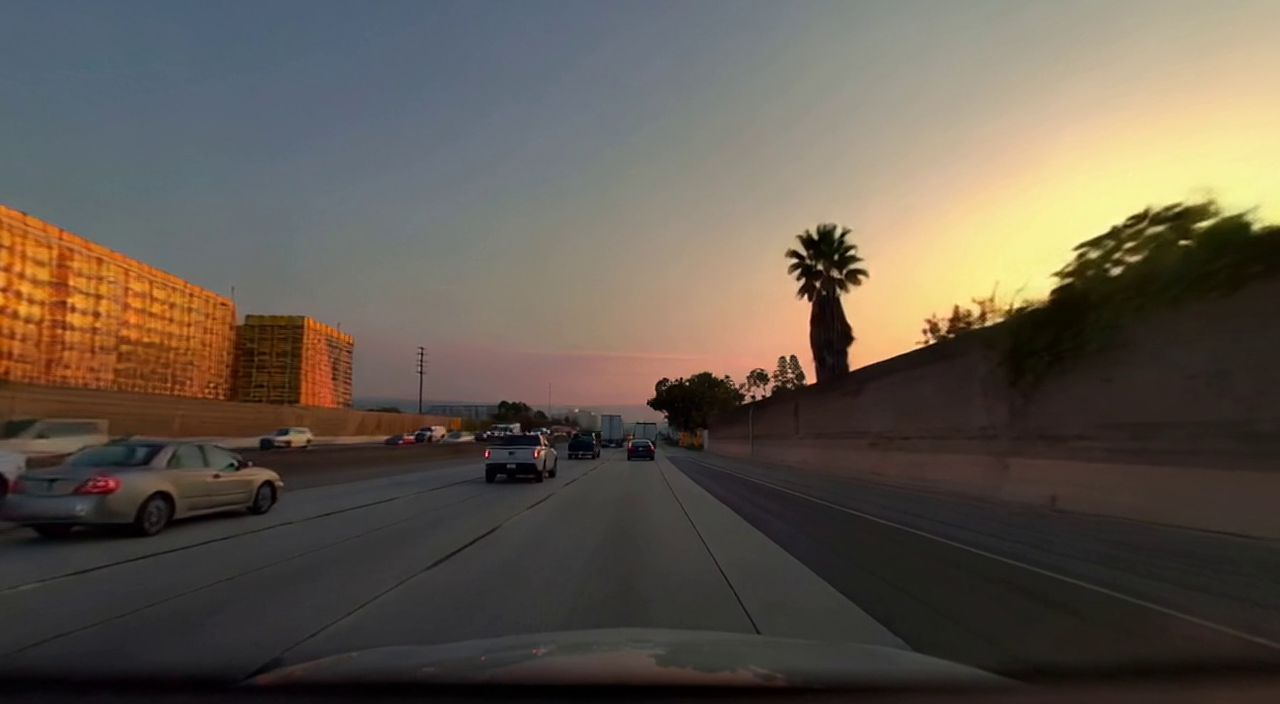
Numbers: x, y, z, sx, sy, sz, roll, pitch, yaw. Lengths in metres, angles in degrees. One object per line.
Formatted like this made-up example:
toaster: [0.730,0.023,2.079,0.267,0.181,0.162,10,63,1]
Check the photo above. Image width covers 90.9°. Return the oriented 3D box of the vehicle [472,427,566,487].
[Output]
vehicle: [-3.807,3.399,20.739,2.108,1.740,4.549,0,-8,1]

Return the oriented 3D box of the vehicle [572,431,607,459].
vehicle: [-3.780,7.078,48.142,2.203,1.958,4.848,0,-8,1]

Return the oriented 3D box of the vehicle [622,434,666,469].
vehicle: [0.193,5.048,32.236,2.136,1.678,4.052,0,-8,0]

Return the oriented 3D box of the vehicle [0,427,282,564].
vehicle: [-7.449,1.878,9.107,1.949,1.476,4.410,0,-8,0]
